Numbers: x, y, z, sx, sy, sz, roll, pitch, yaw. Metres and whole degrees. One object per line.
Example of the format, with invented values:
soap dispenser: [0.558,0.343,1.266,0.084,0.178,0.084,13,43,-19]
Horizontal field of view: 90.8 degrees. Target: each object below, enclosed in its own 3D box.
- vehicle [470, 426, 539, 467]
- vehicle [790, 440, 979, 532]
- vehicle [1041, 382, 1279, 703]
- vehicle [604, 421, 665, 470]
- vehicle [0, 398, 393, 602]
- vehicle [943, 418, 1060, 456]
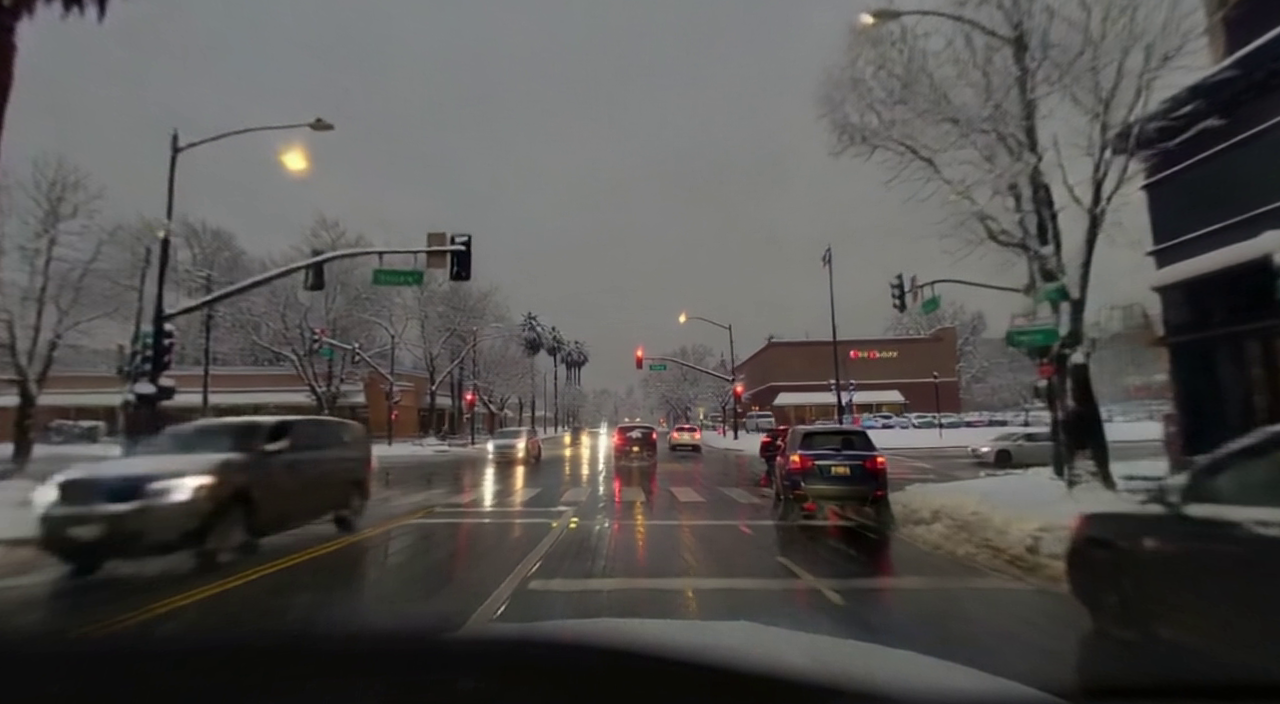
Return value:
vehicle: [-5.954,4.230,28.318,2.040,1.670,4.508,0,-8,0]
vehicle: [4.488,2.509,12.544,1.963,1.449,4.653,0,-8,1]
vehicle: [4.405,0.980,3.079,2.070,1.711,4.480,-1,-8,3]
vehicle: [-0.253,3.833,25.962,2.264,1.798,4.531,0,-8,-1]
vehicle: [-5.322,1.693,8.206,2.324,1.808,4.946,0,-8,-1]
vehicle: [17.030,4.040,29.932,4.304,1.685,1.947,0,-8,1]
